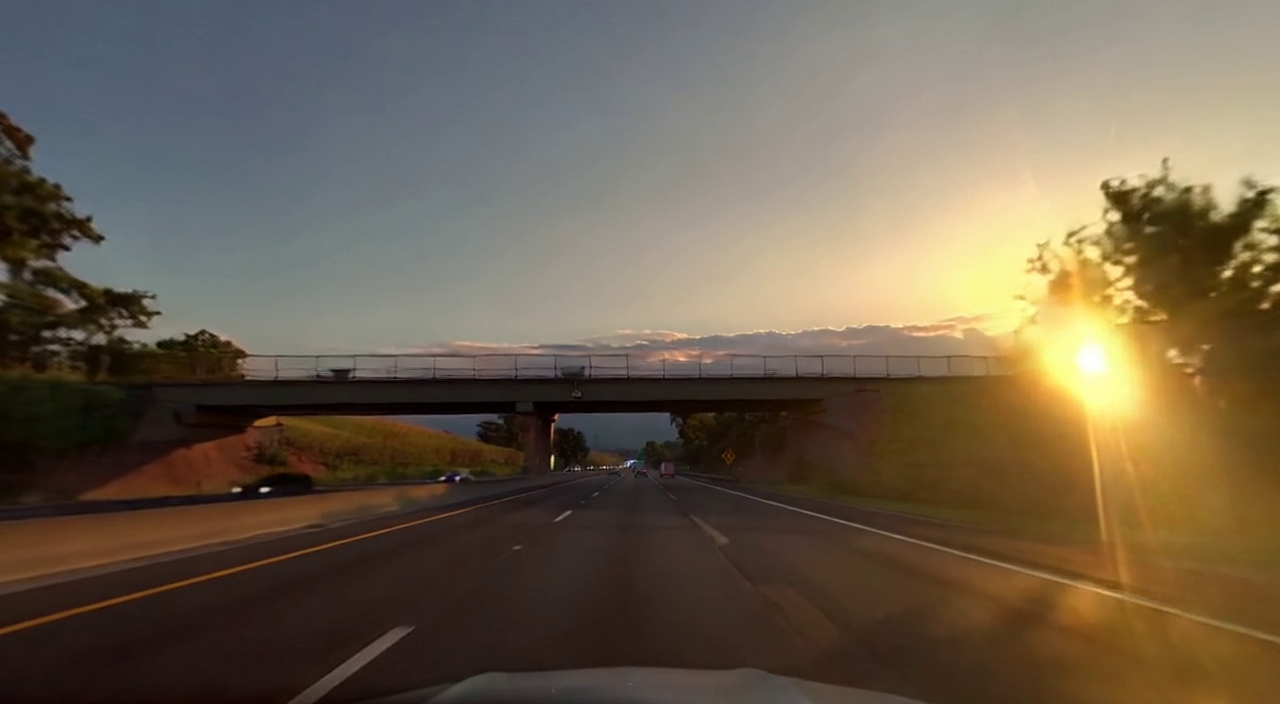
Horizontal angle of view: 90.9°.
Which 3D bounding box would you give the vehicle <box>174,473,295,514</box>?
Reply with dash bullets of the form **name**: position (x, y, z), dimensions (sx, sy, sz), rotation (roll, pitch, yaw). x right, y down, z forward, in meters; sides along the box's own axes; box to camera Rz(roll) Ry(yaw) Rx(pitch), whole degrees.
- **vehicle**: position (-16.043, 5.598, 25.281), dimensions (1.830, 1.447, 4.543), rotation (1, -11, 0)
